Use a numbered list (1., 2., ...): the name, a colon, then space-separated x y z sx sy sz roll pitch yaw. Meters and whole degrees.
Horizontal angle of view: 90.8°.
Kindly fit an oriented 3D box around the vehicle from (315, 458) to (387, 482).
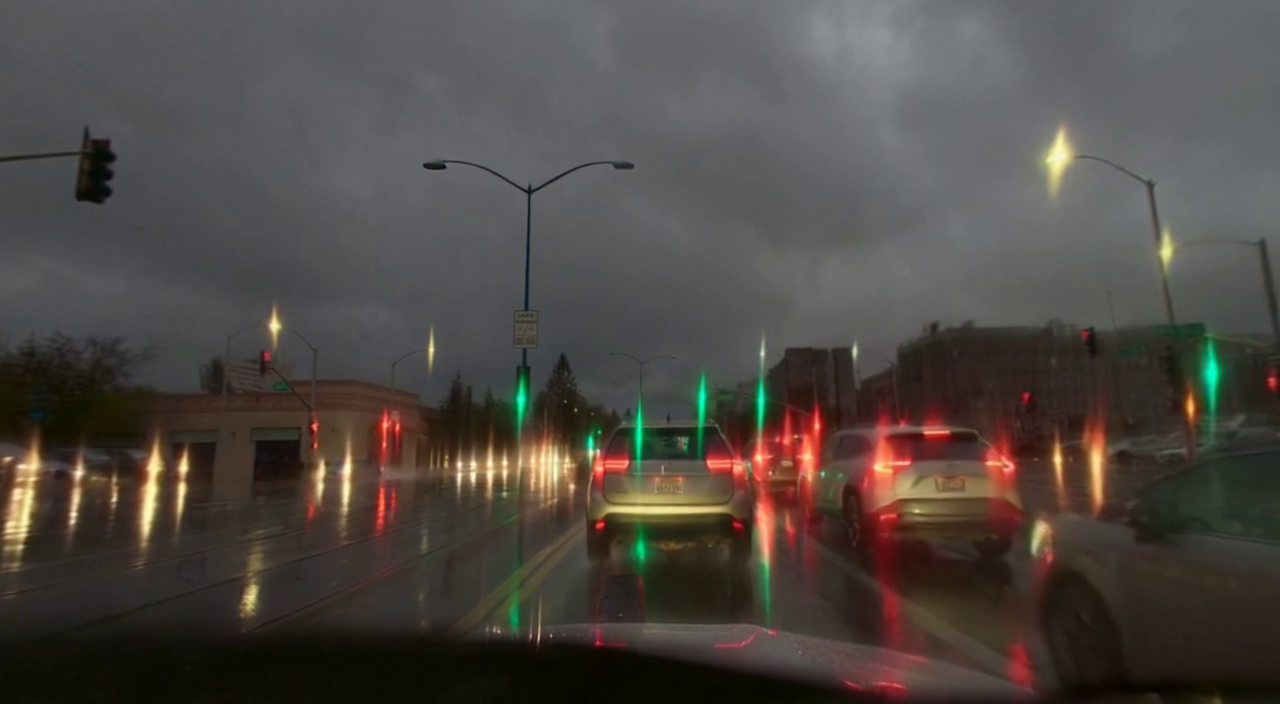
1. vehicle: -19.757 8.085 43.334 1.872 1.477 3.981 -6 -10 32

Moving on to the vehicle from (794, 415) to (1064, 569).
1. vehicle: 3.747 1.894 9.258 2.018 1.701 4.288 0 -9 2

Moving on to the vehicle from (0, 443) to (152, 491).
1. vehicle: -24.671 4.937 27.375 5.062 1.946 2.243 0 -9 -1

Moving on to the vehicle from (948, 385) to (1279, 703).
1. vehicle: 3.230 0.889 2.228 2.056 1.516 4.776 0 -9 3

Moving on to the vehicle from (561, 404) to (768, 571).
1. vehicle: 0.320 1.841 9.313 2.292 1.840 4.394 0 -9 1
